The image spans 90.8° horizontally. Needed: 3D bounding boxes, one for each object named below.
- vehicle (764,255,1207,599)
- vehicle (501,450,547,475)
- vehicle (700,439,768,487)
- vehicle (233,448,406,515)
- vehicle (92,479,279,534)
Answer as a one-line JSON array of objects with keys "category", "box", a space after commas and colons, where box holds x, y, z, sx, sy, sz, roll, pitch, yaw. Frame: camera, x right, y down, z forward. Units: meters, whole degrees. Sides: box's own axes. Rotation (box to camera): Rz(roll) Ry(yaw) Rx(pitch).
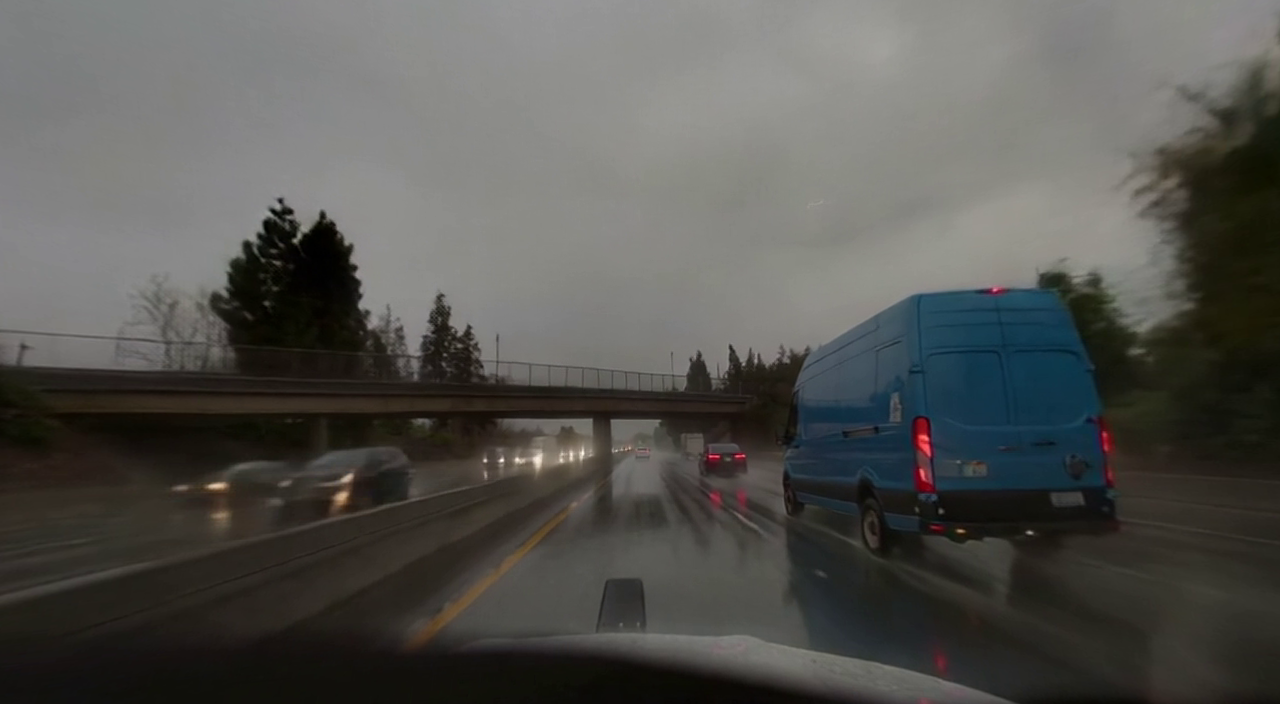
[{"category": "vehicle", "box": [3.780, 1.163, 9.249, 2.460, 3.155, 6.902, 0, -9, 0]}, {"category": "vehicle", "box": [-7.644, 7.292, 41.945, 2.106, 1.549, 4.622, 0, -9, 1]}, {"category": "vehicle", "box": [3.608, 4.351, 25.026, 2.009, 1.731, 4.149, 0, -9, -1]}, {"category": "vehicle", "box": [-7.574, 3.074, 15.500, 1.947, 1.385, 4.291, 0, -9, 0]}, {"category": "vehicle", "box": [-11.338, 3.870, 16.190, 1.563, 1.002, 4.410, 0, -9, -1]}]
